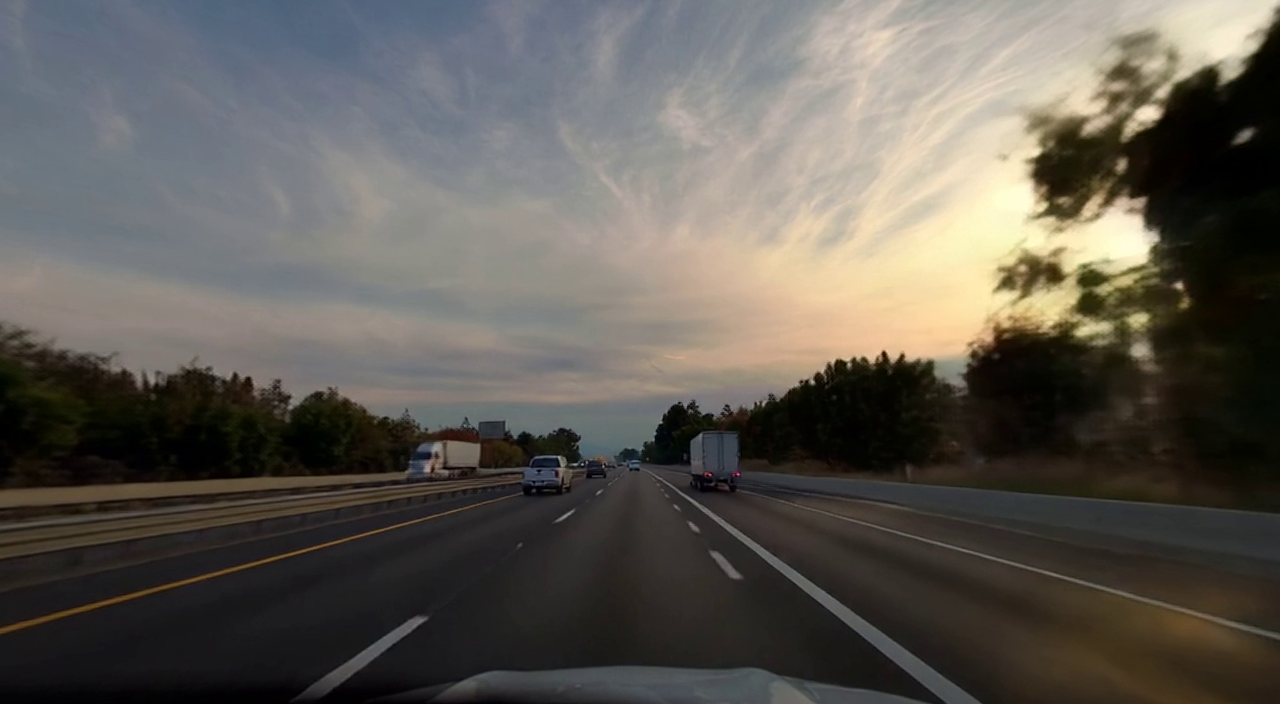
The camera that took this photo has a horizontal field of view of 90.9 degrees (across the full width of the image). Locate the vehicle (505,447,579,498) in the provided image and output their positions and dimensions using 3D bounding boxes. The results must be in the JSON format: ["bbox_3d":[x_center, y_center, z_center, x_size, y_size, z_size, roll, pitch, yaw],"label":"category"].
[{"bbox_3d":[-3.970,5.049,26.467,2.272,1.873,4.832,1,-10,0],"label":"vehicle"}]
